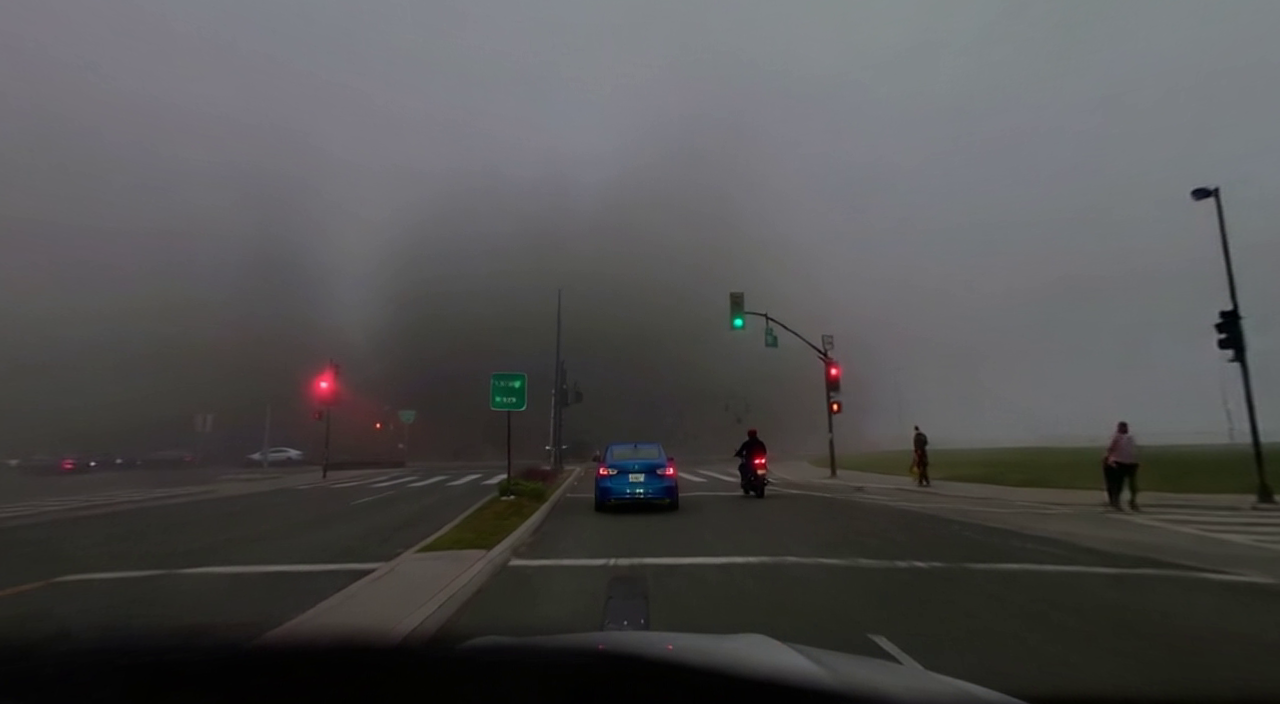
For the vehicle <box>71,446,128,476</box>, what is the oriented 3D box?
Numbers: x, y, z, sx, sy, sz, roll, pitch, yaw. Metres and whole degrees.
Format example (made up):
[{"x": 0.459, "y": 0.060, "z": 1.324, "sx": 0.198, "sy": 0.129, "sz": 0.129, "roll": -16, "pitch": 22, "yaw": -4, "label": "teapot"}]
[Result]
[{"x": -41.681, "y": 8.360, "z": 48.574, "sx": 4.948, "sy": 2.124, "sz": 2.261, "roll": -7, "pitch": -11, "yaw": 39, "label": "vehicle"}]

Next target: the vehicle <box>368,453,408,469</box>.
[{"x": -19.903, "y": 8.576, "z": 49.811, "sx": 1.259, "sy": 1.181, "sz": 2.744, "roll": -4, "pitch": -9, "yaw": 24, "label": "vehicle"}]

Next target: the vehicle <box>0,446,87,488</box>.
[{"x": -28.439, "y": 5.319, "z": 29.432, "sx": 4.653, "sy": 1.795, "sz": 2.163, "roll": -5, "pitch": -9, "yaw": 26, "label": "vehicle"}]

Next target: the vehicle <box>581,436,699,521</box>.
[{"x": -0.069, "y": 2.574, "z": 13.362, "sx": 2.118, "sy": 1.480, "sz": 3.949, "roll": 0, "pitch": -8, "yaw": -2, "label": "vehicle"}]

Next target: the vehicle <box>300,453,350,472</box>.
[{"x": -22.456, "y": 7.867, "z": 44.993, "sx": 1.433, "sy": 1.269, "sz": 2.779, "roll": -5, "pitch": -10, "yaw": 29, "label": "vehicle"}]
